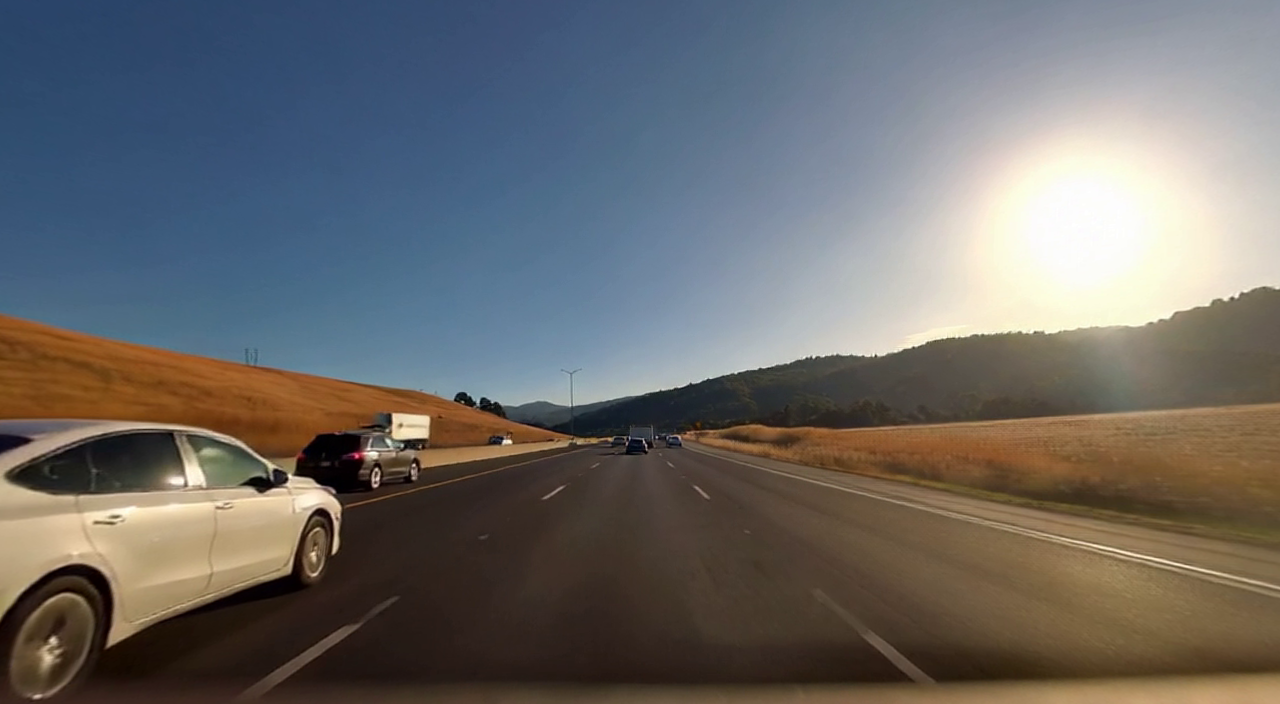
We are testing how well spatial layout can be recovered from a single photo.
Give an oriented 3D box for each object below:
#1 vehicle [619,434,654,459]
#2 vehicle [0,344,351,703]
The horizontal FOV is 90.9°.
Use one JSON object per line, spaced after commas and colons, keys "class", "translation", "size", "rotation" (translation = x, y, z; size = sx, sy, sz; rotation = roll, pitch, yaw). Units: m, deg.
{"class": "vehicle", "translation": [-0.230, 5.945, 39.751], "size": [2.140, 1.475, 3.969], "rotation": [0, -8, 0]}
{"class": "vehicle", "translation": [-3.839, 0.971, 3.824], "size": [2.070, 1.703, 4.452], "rotation": [0, -8, 0]}
